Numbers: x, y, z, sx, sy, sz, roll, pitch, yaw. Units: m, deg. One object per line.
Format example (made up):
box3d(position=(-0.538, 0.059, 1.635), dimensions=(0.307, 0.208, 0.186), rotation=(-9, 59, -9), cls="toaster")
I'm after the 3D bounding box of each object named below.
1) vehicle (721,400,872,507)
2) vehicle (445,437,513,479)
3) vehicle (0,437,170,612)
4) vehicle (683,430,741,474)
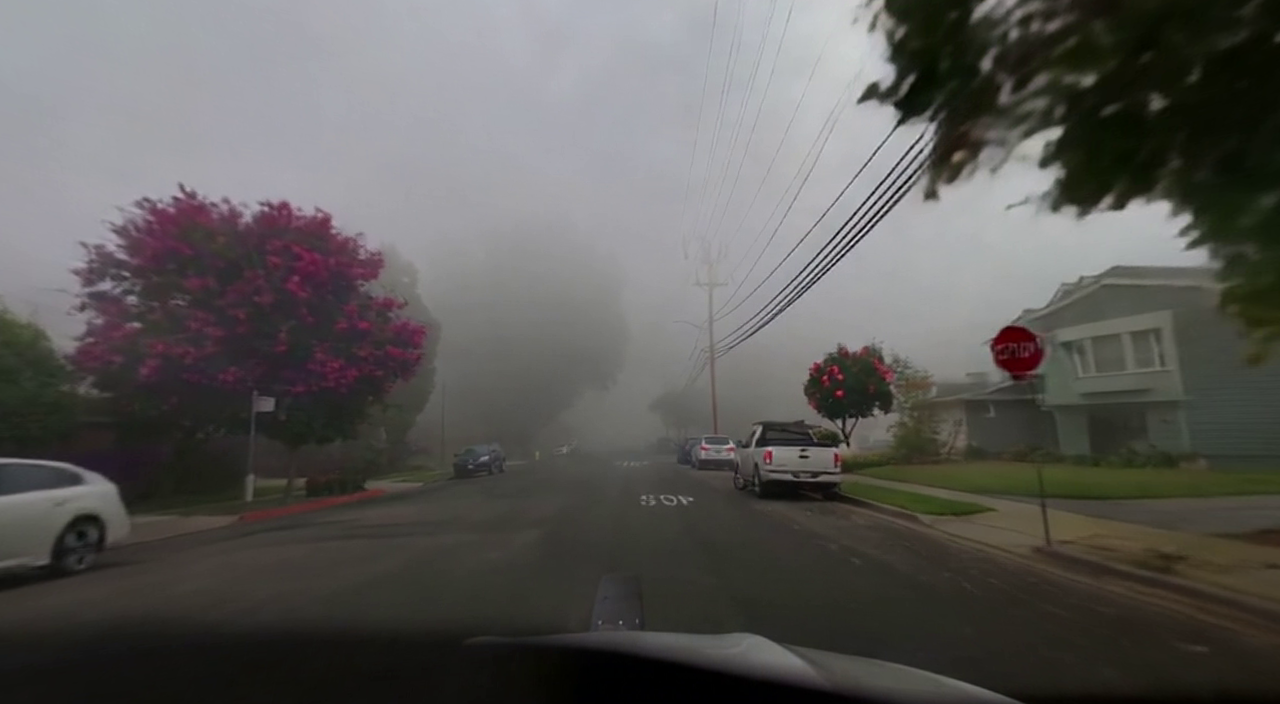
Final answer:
box3d(position=(3.407, 2.391, 15.201), dimensions=(2.111, 2.054, 5.748), rotation=(0, -8, 0), cls="vehicle")
box3d(position=(-7.394, 4.968, 29.386), dimensions=(1.980, 1.664, 4.342), rotation=(-5, -11, -1), cls="vehicle")
box3d(position=(-6.726, 1.567, 5.256), dimensions=(2.086, 1.516, 4.568), rotation=(-6, -10, 1), cls="vehicle")
box3d(position=(3.084, 4.388, 27.856), dimensions=(1.993, 1.778, 4.311), rotation=(0, -8, 0), cls="vehicle")
